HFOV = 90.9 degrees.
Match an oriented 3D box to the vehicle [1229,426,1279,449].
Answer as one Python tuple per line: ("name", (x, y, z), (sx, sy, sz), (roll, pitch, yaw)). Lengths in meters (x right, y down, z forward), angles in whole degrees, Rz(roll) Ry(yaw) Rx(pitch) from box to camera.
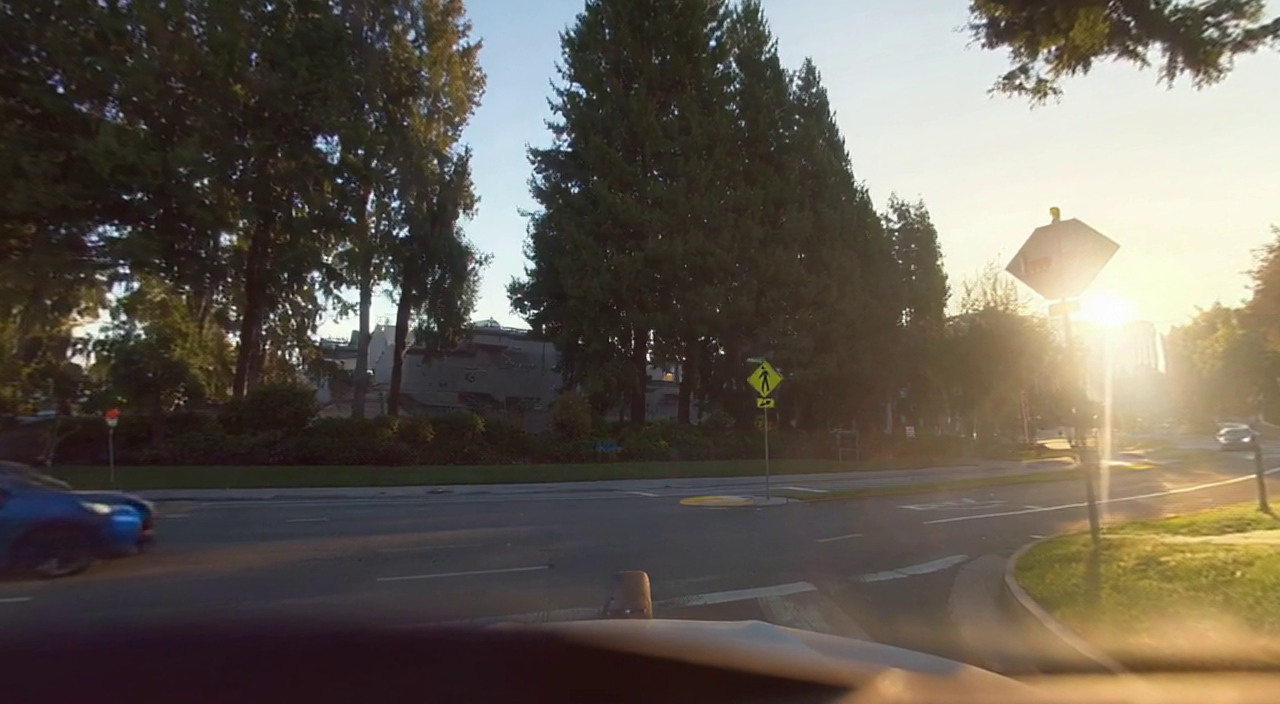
("vehicle", (41.820, 5.802, 42.520), (4.473, 1.474, 2.108), (6, -10, -37))
